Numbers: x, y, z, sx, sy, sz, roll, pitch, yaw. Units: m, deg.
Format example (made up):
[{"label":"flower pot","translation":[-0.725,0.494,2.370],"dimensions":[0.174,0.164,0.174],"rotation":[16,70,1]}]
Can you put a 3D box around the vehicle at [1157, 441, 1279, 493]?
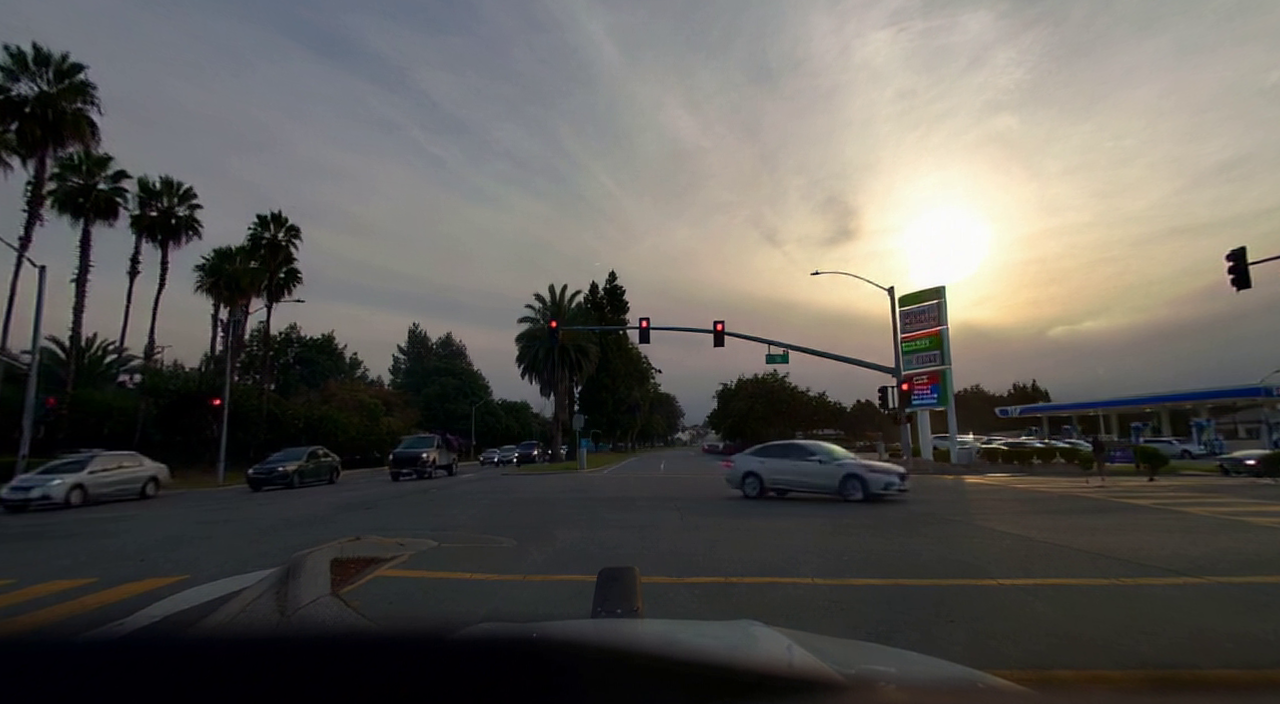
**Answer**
[{"label":"vehicle","translation":[18.709,3.401,18.821],"dimensions":[5.015,1.446,1.862],"rotation":[0,-9,-3]}]

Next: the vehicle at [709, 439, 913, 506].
[{"label":"vehicle","translation":[4.251,2.959,15.910],"dimensions":[4.579,1.464,1.983],"rotation":[-5,-10,29]}]

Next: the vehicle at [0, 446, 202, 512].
[{"label":"vehicle","translation":[-15.178,3.492,17.947],"dimensions":[2.099,1.590,4.625],"rotation":[0,-9,1]}]

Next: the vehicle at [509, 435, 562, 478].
[{"label":"vehicle","translation":[-4.752,4.634,28.179],"dimensions":[1.929,1.719,4.892],"rotation":[2,-9,-13]}]

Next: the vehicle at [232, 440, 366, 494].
[{"label":"vehicle","translation":[-11.865,4.013,22.460],"dimensions":[1.973,1.712,4.872],"rotation":[0,-9,0]}]

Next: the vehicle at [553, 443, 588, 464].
[{"label":"vehicle","translation":[-5.277,7.787,48.475],"dimensions":[2.079,1.490,5.064],"rotation":[0,-9,1]}]

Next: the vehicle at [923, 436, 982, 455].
[{"label":"vehicle","translation":[22.552,6.758,45.652],"dimensions":[3.356,1.395,1.559],"rotation":[0,-9,-1]}]

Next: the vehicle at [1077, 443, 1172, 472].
[{"label":"vehicle","translation":[24.269,5.294,31.730],"dimensions":[3.474,1.376,1.538],"rotation":[0,-9,-2]}]

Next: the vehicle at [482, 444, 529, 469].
[{"label":"vehicle","translation":[-8.792,6.893,41.789],"dimensions":[2.034,1.510,4.647],"rotation":[0,-9,0]}]

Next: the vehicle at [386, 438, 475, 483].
[{"label":"vehicle","translation":[-8.483,4.442,26.113],"dimensions":[2.124,1.701,4.551],"rotation":[0,-9,0]}]
